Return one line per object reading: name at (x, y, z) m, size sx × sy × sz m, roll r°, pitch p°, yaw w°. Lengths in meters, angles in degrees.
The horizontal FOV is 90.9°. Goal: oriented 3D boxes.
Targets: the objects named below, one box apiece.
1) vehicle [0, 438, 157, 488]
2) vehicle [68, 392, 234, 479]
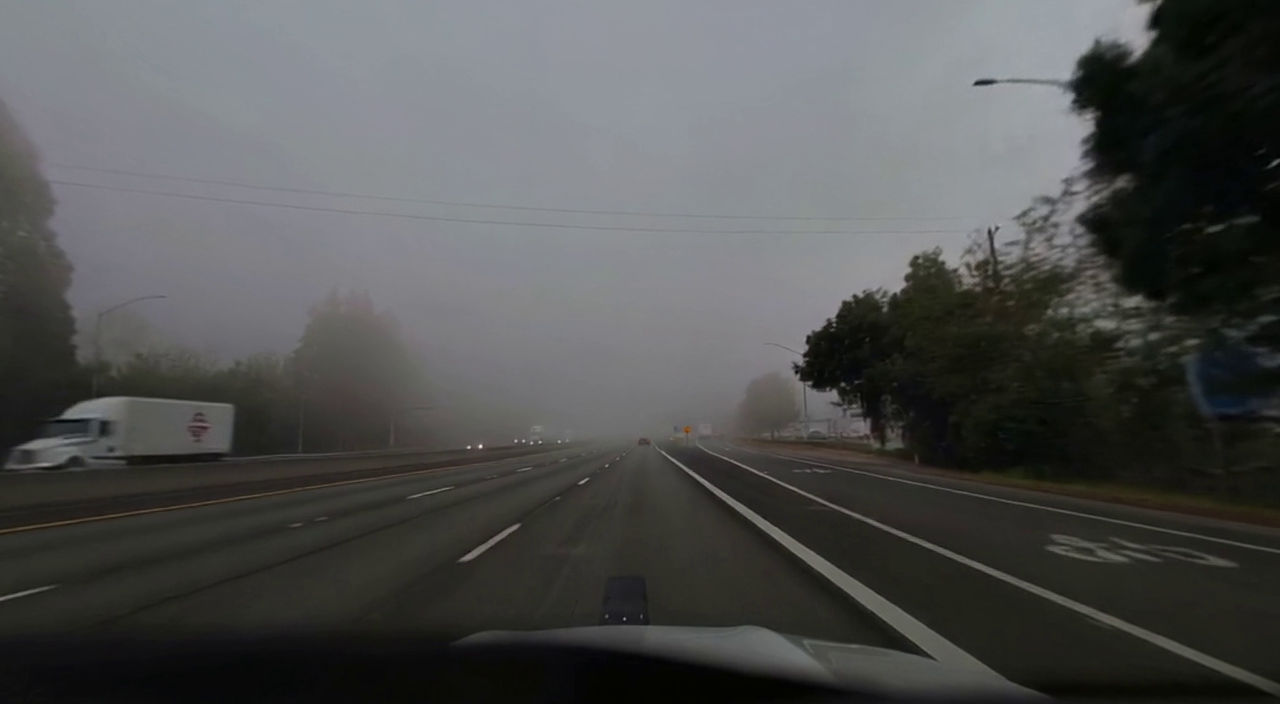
vehicle at (-22.606, 4.298, 24.960) m, size 1.989 × 1.705 × 6.263 m, roll 0°, pitch -8°, yaw 0°
vehicle at (-27.309, 4.761, 35.924) m, size 3.154 × 4.285 × 7.732 m, roll -1°, pitch -8°, yaw 0°
